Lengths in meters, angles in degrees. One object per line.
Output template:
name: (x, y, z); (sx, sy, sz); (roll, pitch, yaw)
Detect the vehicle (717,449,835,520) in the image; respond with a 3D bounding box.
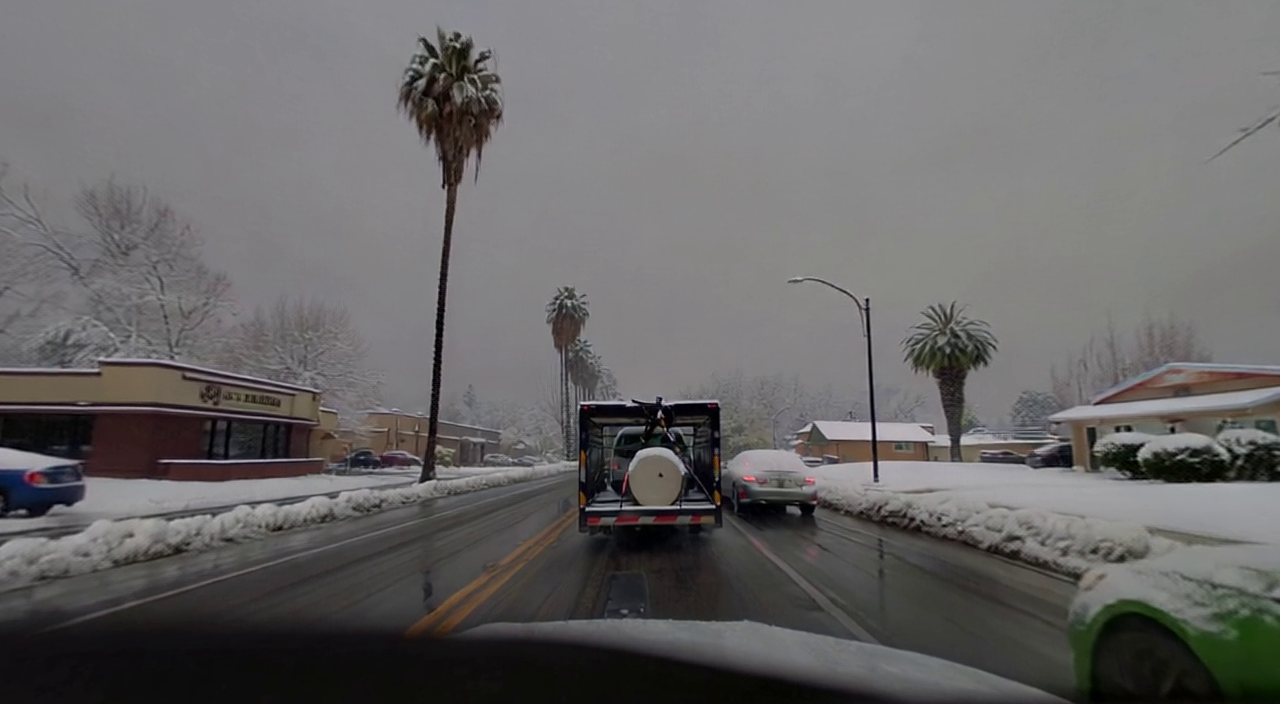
vehicle: (3.205, 3.205, 15.748); (2.010, 1.499, 4.107); (0, -9, 0)

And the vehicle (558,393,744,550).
vehicle: (0.187, 2.246, 12.579); (2.728, 2.305, 6.506); (0, -9, 1)

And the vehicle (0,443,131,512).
vehicle: (-15.147, 2.912, 14.825); (4.490, 1.500, 1.875); (0, -9, -2)

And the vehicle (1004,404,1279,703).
vehicle: (2.997, 0.755, 0.746); (2.171, 1.520, 4.853); (0, -8, -1)
